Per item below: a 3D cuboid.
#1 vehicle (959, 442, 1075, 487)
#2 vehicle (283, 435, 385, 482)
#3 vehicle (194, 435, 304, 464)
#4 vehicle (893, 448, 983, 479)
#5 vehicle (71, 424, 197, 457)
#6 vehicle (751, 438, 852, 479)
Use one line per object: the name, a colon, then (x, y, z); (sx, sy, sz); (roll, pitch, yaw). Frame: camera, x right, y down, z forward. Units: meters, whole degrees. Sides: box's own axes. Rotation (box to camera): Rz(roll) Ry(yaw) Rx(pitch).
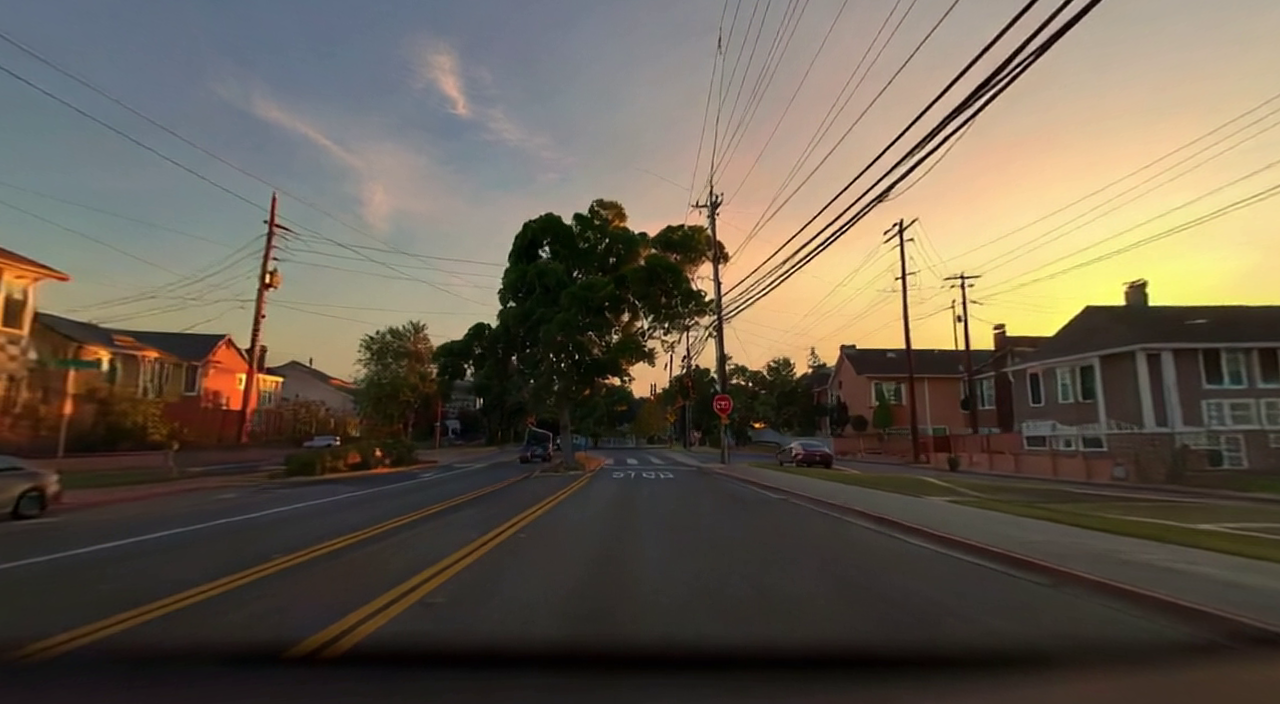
vehicle: (16.393, 4.890, 27.754); (1.847, 1.682, 4.419); (5, -9, -11)
vehicle: (-12.942, 4.534, 27.173); (1.940, 1.789, 5.086); (0, -9, -2)
vehicle: (-21.458, 5.364, 34.837); (4.647, 1.515, 2.009); (1, -9, -6)
vehicle: (15.275, 5.705, 32.645); (1.909, 1.460, 4.282); (2, -9, -12)
vehicle: (-27.201, 4.792, 34.123); (4.842, 1.690, 1.938); (1, -9, -9)
vehicle: (6.353, 4.252, 25.451); (2.081, 1.496, 4.490); (2, -9, -13)
